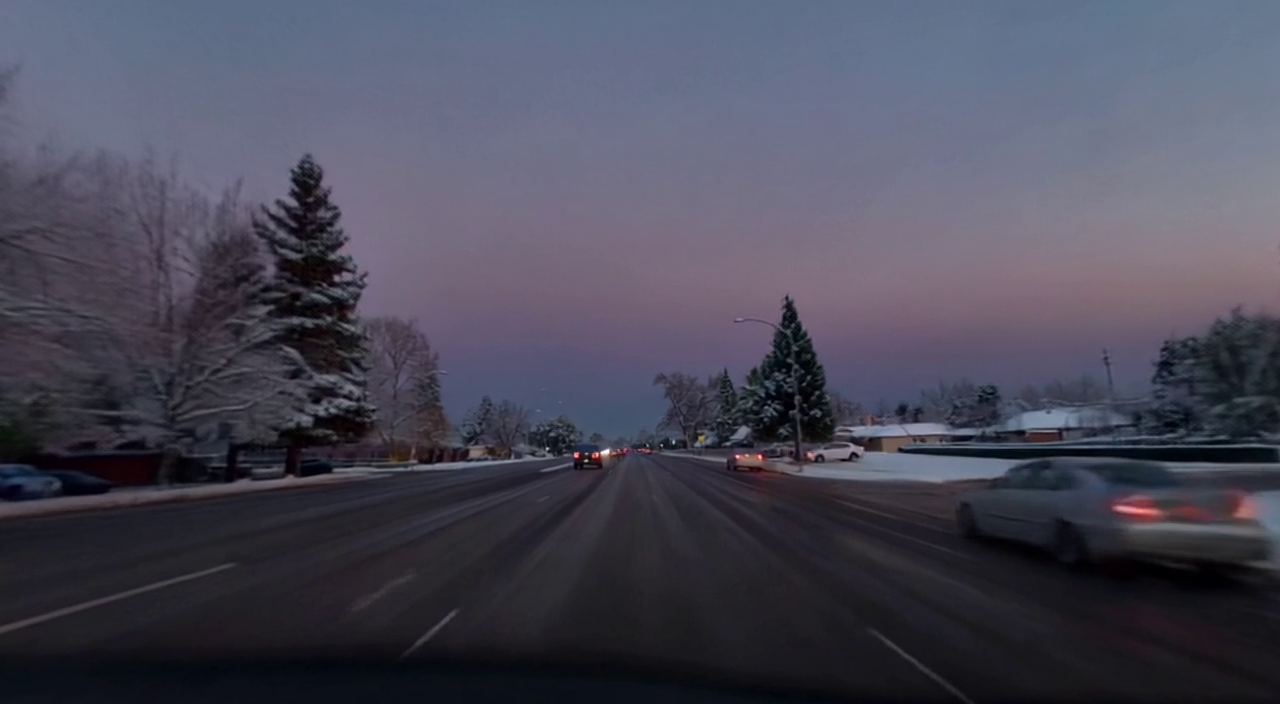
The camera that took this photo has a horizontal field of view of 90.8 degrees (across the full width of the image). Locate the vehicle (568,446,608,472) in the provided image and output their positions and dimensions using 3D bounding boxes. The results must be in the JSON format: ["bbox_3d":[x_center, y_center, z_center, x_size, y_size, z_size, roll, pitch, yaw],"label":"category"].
[{"bbox_3d":[-3.344,7.033,41.779,2.263,1.548,4.555,0,-8,0],"label":"vehicle"}]

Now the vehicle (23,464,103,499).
[{"bbox_3d":[-28.953,6.437,31.655,4.885,1.471,1.951,-7,-11,37],"label":"vehicle"}]

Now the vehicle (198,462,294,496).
[{"bbox_3d":[-21.185,6.818,34.249,2.003,1.555,4.921,-1,-9,0],"label":"vehicle"}]

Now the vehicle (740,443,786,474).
[{"bbox_3d":[7.842,6.866,40.605,2.006,1.758,4.311,4,-10,0],"label":"vehicle"}]

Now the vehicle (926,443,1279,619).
[{"bbox_3d":[5.363,1.828,7.637,2.149,1.421,4.805,-1,-9,8],"label":"vehicle"}]
